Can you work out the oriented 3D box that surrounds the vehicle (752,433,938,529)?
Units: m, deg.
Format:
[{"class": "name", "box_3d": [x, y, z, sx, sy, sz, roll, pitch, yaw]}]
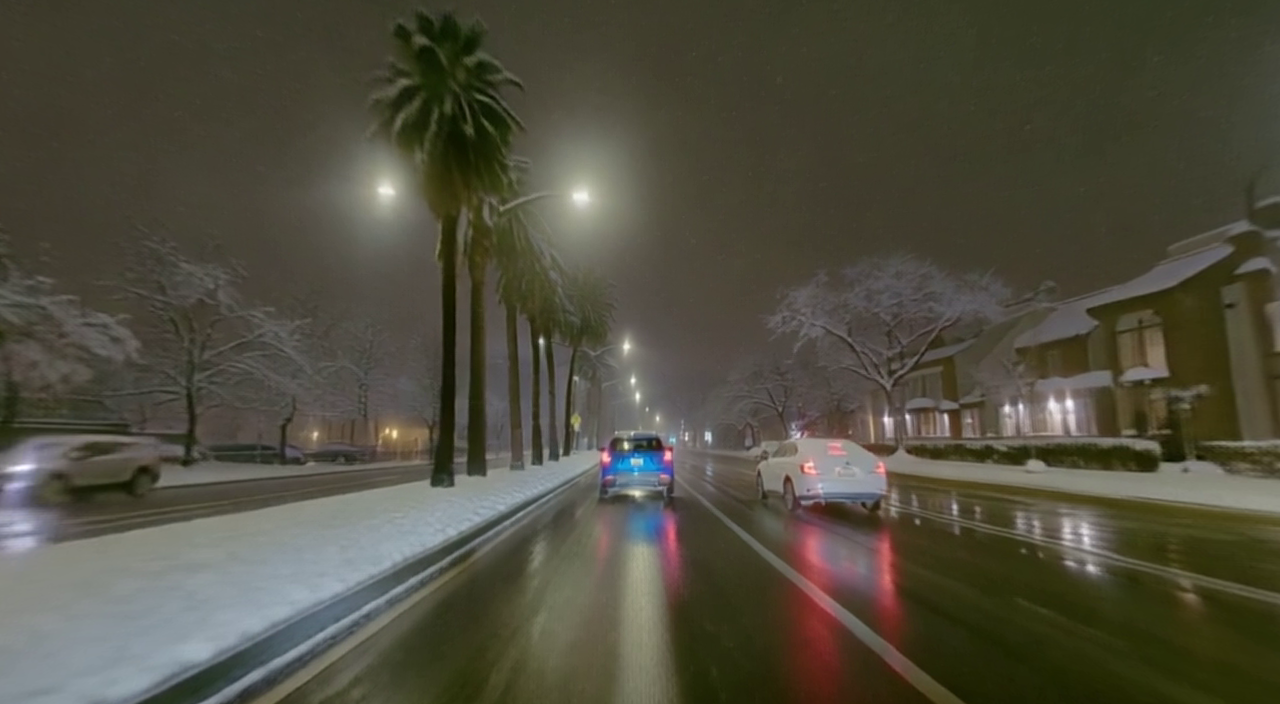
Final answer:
[{"class": "vehicle", "box_3d": [3.620, 2.361, 12.224, 1.941, 1.472, 4.570, 0, -8, -2]}]

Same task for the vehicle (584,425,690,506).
[{"class": "vehicle", "box_3d": [-0.090, 2.719, 15.539, 2.239, 1.693, 4.301, 0, -8, -1]}]

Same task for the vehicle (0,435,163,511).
[{"class": "vehicle", "box_3d": [-17.656, 3.565, 19.362, 2.127, 1.883, 5.167, 0, -6, -1]}]

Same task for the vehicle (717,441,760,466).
[{"class": "vehicle", "box_3d": [6.303, 6.538, 40.834, 1.930, 1.457, 4.267, 0, -8, -2]}]
